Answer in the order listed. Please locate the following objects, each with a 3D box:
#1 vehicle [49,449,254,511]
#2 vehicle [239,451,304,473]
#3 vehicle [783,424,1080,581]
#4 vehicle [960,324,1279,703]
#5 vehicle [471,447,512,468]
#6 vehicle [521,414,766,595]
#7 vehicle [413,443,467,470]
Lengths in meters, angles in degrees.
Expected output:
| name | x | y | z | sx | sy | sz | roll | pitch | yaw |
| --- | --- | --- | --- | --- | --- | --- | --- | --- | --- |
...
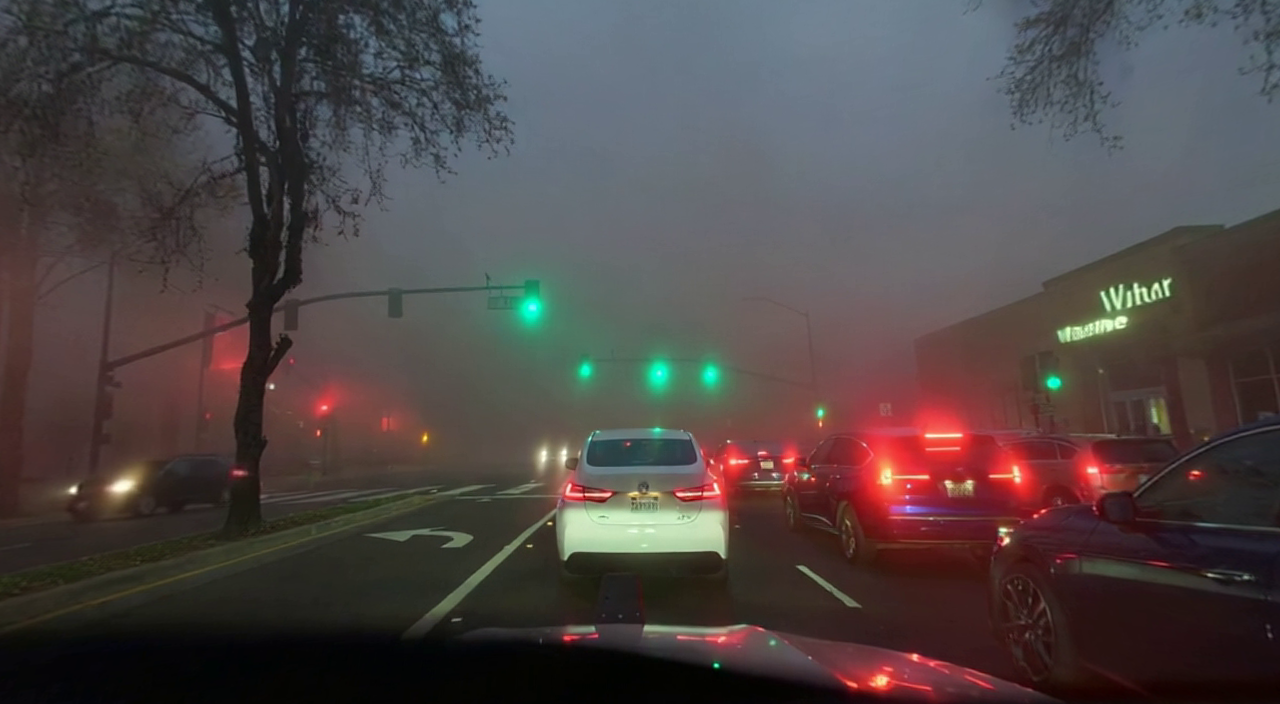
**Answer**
| name | x | y | z | sx | sy | sz | roll | pitch | yaw |
| --- | --- | --- | --- | --- | --- | --- | --- | --- | --- |
| vehicle | -14.679 | 3.789 | 19.299 | 2.269 | 1.604 | 4.265 | -4 | -9 | 24 |
| vehicle | -28.603 | 8.523 | 49.163 | 4.205 | 1.541 | 1.780 | 4 | -10 | -28 |
| vehicle | 3.323 | 1.781 | 8.297 | 1.865 | 1.496 | 4.170 | 0 | -9 | 0 |
| vehicle | 2.982 | 0.698 | 1.569 | 2.075 | 1.661 | 4.401 | 0 | -9 | 1 |
| vehicle | -11.269 | 8.000 | 48.242 | 2.099 | 1.478 | 4.411 | 0 | -9 | 0 |
| vehicle | 0.009 | 1.629 | 7.522 | 2.154 | 1.577 | 3.723 | 0 | -9 | -1 |
| vehicle | -15.083 | 7.891 | 48.041 | 2.395 | 1.903 | 4.860 | -1 | -9 | 1 |
